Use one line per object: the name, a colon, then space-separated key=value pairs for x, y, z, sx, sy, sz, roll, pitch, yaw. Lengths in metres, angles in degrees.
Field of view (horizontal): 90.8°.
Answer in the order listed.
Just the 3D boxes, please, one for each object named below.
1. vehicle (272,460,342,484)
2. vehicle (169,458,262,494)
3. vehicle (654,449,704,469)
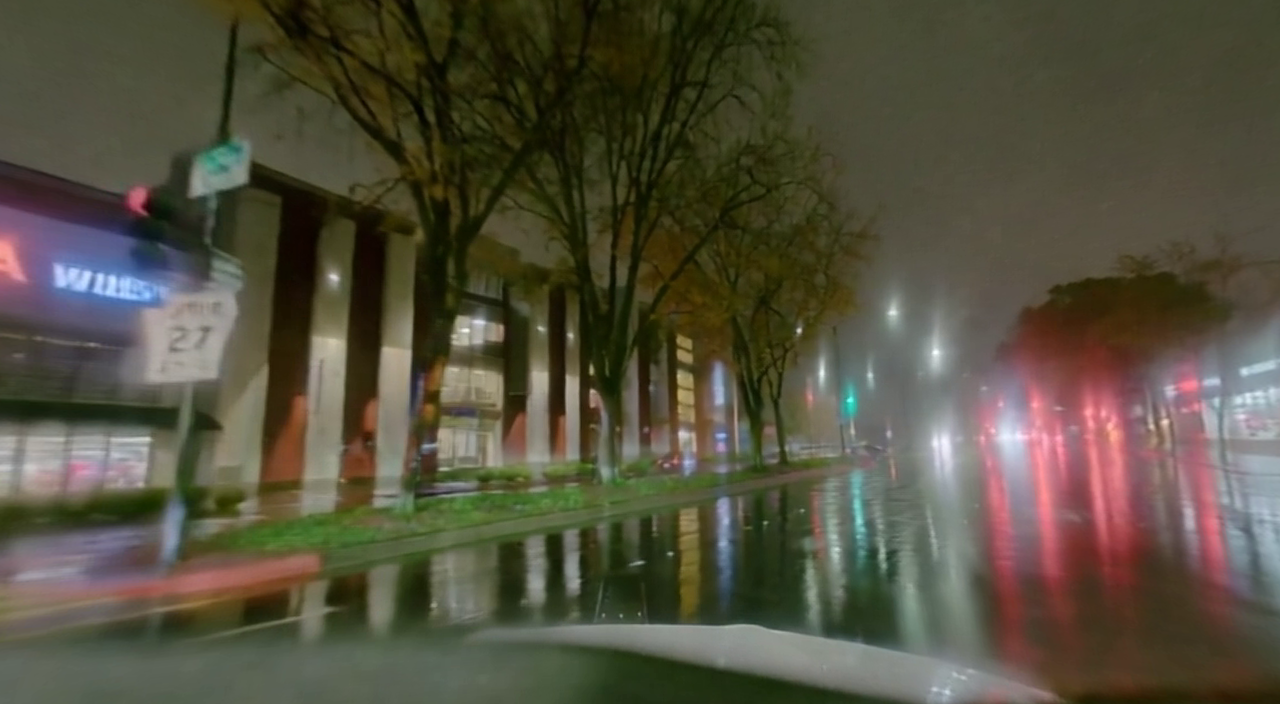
vehicle: x=-24.333 y=8.751 z=46.250 sx=1.689 sy=1.534 sz=4.158 roll=-10 pitch=-14 yaw=33
vehicle: x=-20.423 y=5.935 z=30.360 sx=3.994 sy=1.471 sz=1.956 roll=-4 pitch=-14 yaw=30
vehicle: x=3.064 y=8.158 z=48.270 sx=1.840 sy=1.440 sz=4.442 roll=-7 pitch=-11 yaw=32
